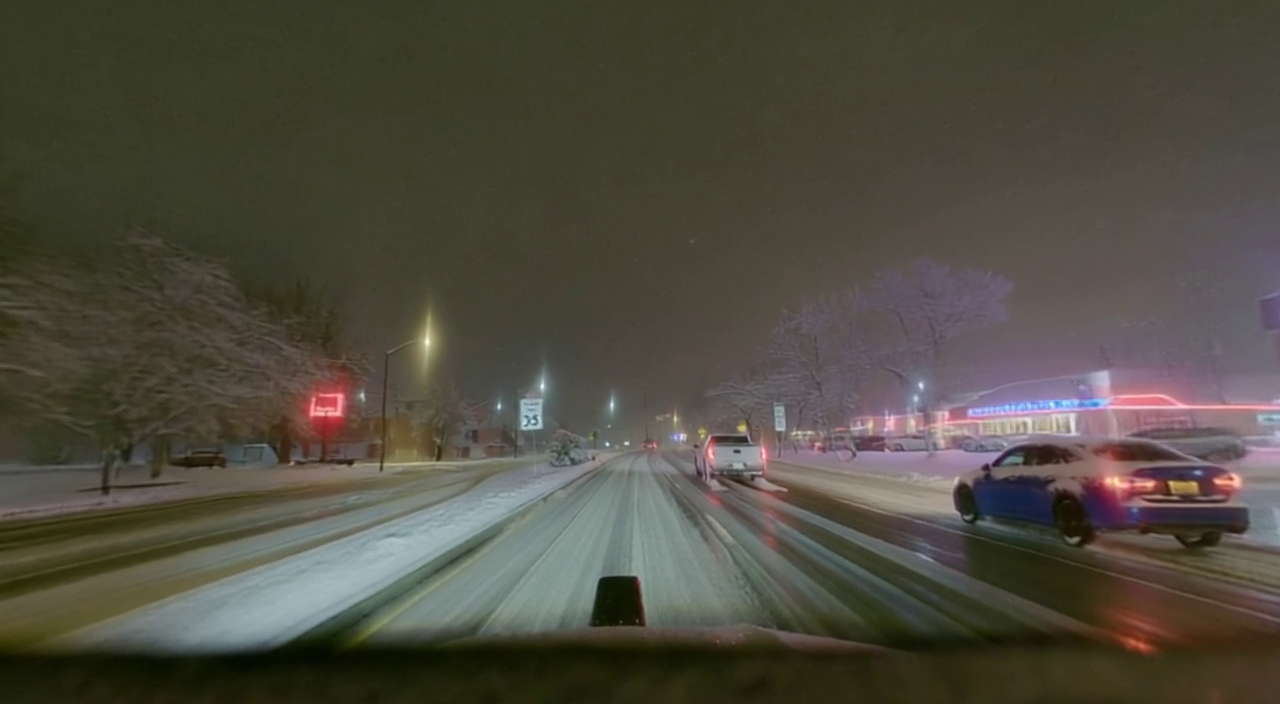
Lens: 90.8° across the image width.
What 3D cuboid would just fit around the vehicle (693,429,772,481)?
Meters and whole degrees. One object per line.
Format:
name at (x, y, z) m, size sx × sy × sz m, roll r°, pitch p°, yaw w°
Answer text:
vehicle at (3.347, 3.871, 23.963) m, size 2.214 × 1.749 × 4.998 m, roll 0°, pitch -8°, yaw 0°

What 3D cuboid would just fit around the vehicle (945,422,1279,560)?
vehicle at (6.497, 1.836, 9.085) m, size 1.986 × 1.480 × 4.296 m, roll 0°, pitch -8°, yaw -1°
